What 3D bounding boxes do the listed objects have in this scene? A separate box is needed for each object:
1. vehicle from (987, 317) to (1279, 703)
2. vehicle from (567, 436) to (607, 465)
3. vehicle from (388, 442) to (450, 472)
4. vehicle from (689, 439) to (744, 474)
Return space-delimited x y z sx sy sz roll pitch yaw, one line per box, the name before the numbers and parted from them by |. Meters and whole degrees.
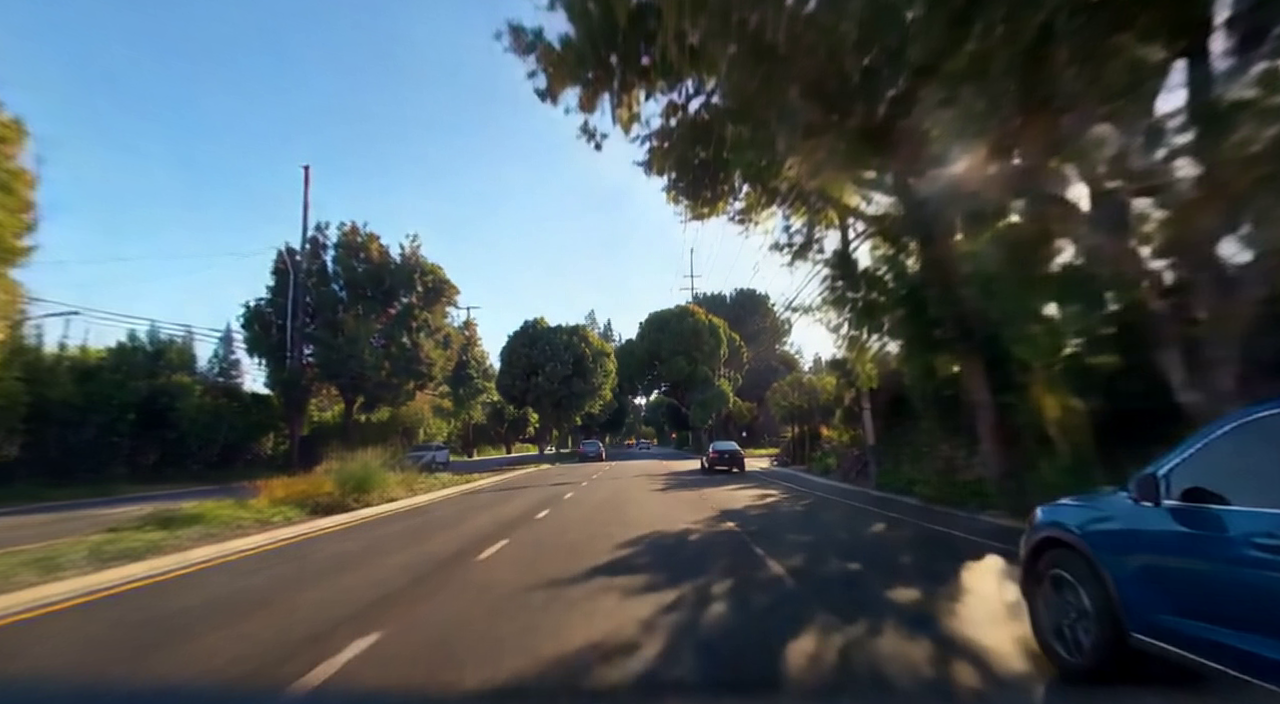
vehicle | 3.370 0.702 1.861 2.182 1.744 4.464 0 -8 1
vehicle | -3.263 6.202 39.892 2.066 1.725 4.241 0 -8 1
vehicle | -13.846 6.592 39.835 2.168 1.782 4.746 0 -8 0
vehicle | 3.442 4.768 29.052 1.906 1.468 4.422 0 -8 -1
